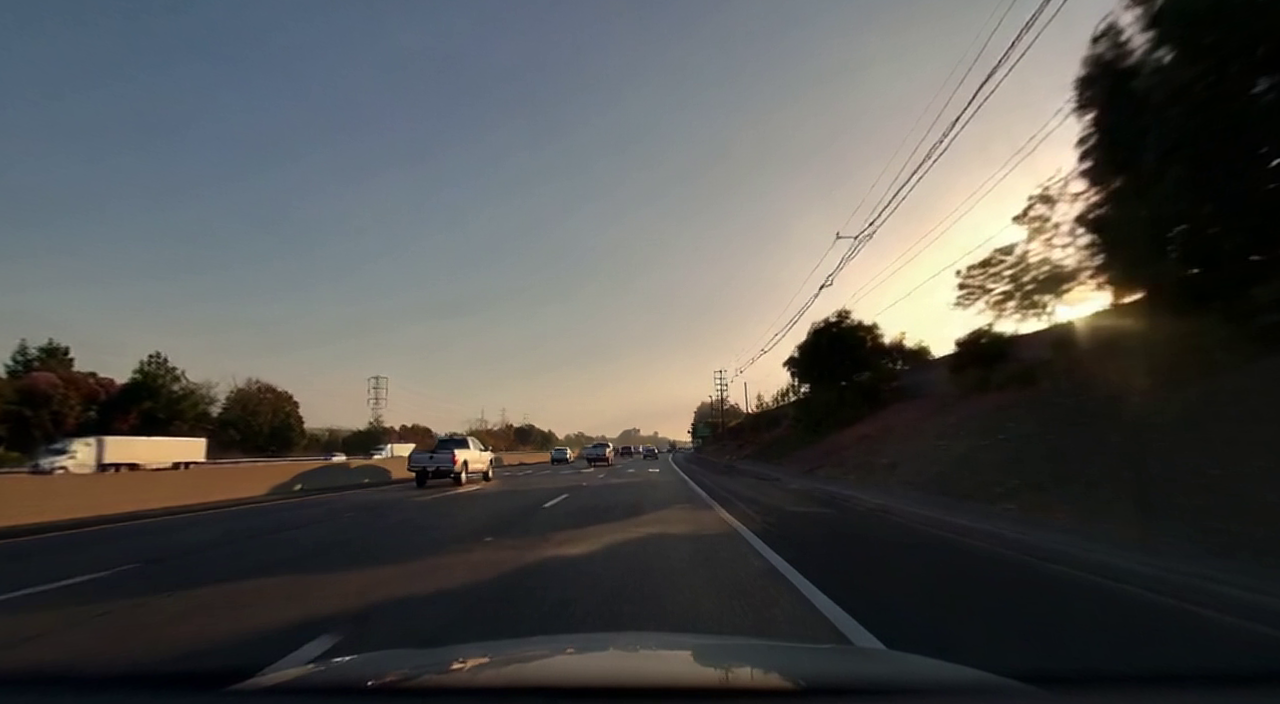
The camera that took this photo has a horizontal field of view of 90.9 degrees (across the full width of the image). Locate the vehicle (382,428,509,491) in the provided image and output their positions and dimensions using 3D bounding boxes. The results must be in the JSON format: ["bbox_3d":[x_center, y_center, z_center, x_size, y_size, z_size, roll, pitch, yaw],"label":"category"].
[{"bbox_3d":[-6.810,3.872,23.156,2.460,1.992,6.474,0,-8,1],"label":"vehicle"}]

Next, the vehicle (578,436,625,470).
[{"bbox_3d":[-2.377,6.494,40.678,2.448,2.025,5.193,0,-8,3],"label":"vehicle"}]
